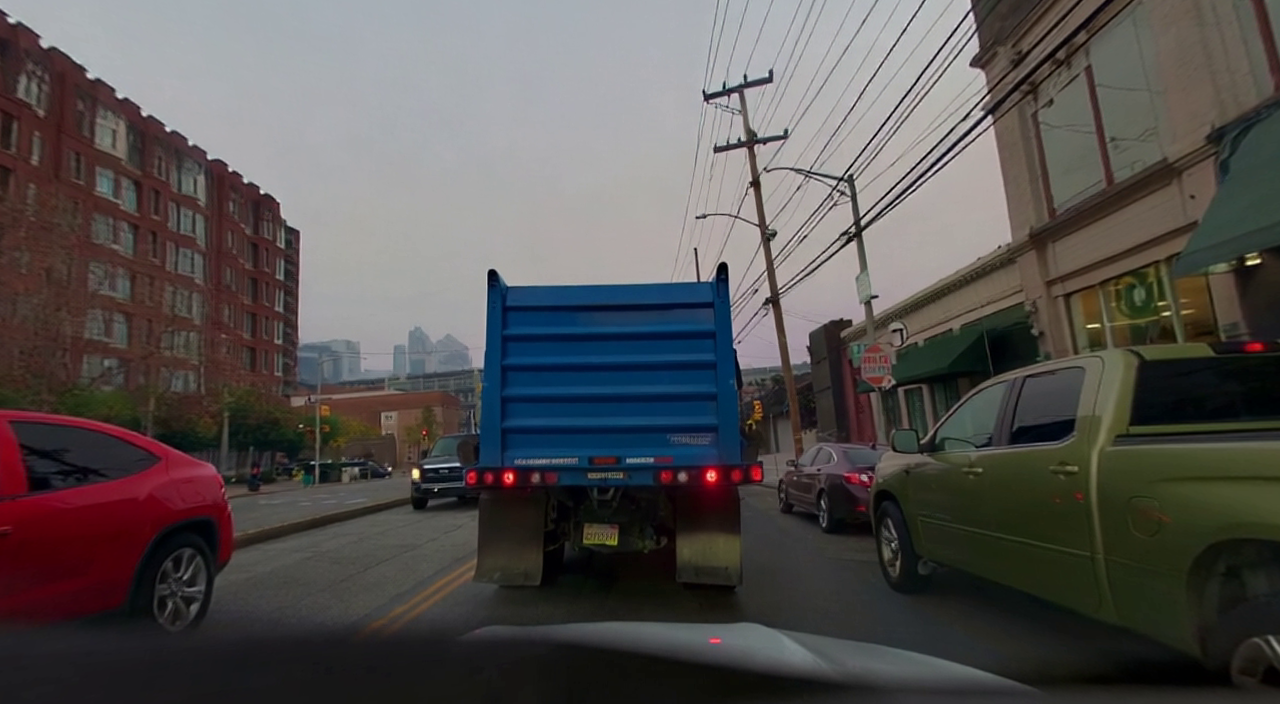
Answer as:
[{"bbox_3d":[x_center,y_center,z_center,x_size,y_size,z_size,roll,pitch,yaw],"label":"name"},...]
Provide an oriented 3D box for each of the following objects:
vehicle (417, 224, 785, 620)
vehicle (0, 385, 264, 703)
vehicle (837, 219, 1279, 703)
[{"bbox_3d":[-0.231,1.110,9.244,2.878,3.204,8.244,0,-8,1],"label":"vehicle"},{"bbox_3d":[-4.124,0.973,2.894,1.988,1.657,4.492,0,-9,0],"label":"vehicle"},{"bbox_3d":[3.232,0.838,3.876,2.242,1.979,5.722,0,-9,1],"label":"vehicle"}]
